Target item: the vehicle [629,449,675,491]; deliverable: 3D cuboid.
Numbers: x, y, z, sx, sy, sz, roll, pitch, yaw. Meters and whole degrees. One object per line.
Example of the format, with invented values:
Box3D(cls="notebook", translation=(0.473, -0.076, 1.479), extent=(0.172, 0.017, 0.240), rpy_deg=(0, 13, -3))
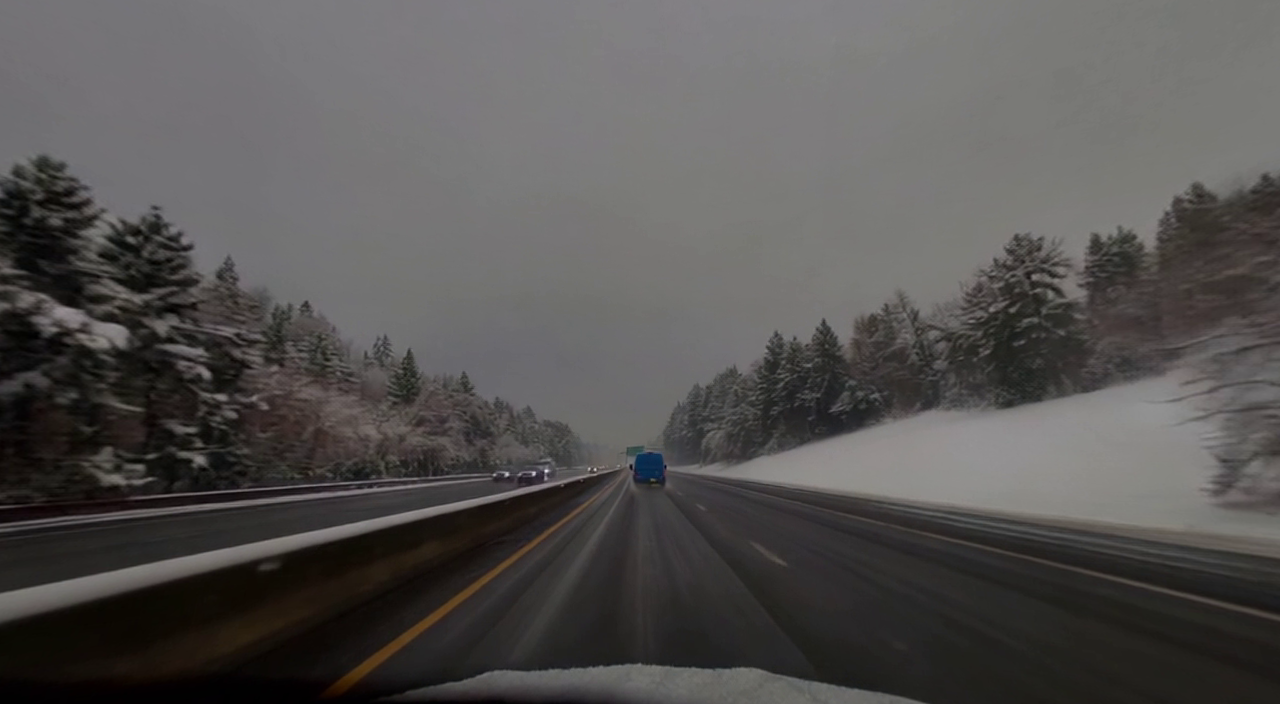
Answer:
Box3D(cls="vehicle", translation=(0.620, 6.783, 36.234), extent=(2.429, 2.167, 4.558), rpy_deg=(1, -10, -2))
